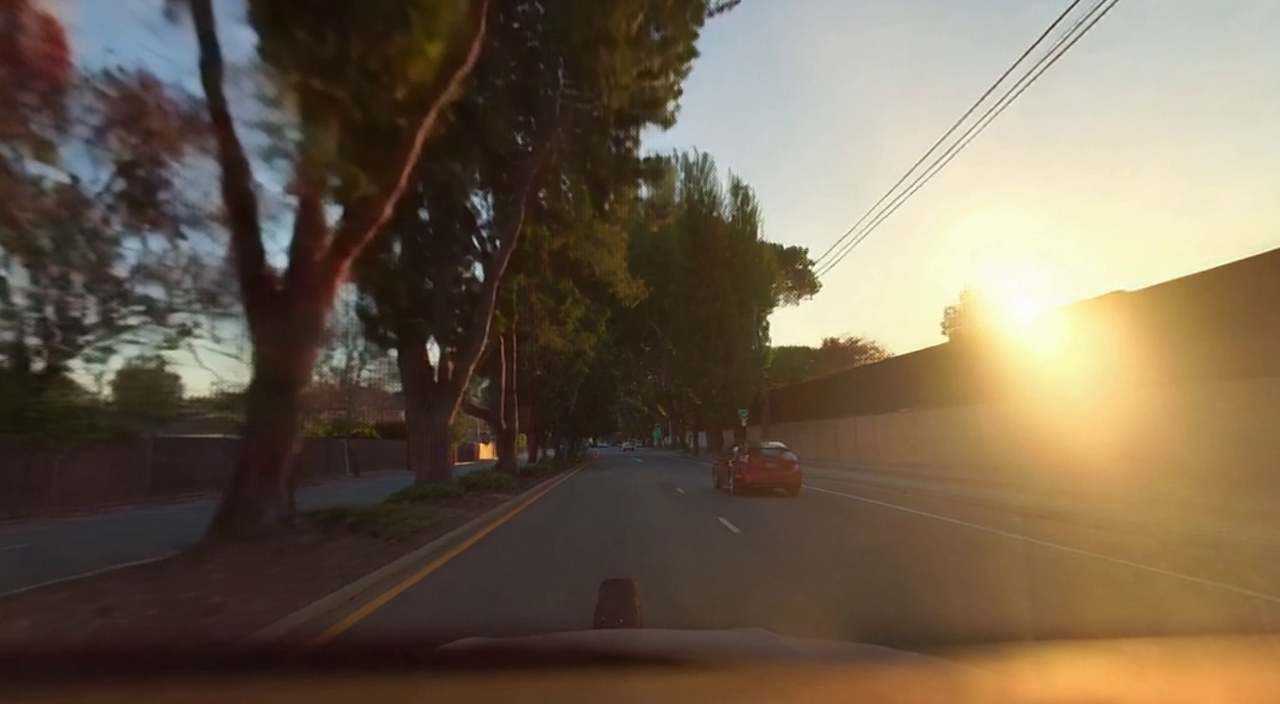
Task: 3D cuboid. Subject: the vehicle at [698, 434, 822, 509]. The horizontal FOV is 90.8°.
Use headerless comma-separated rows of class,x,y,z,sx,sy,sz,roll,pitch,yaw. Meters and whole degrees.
vehicle,2.668,2.800,15.215,1.985,1.529,4.316,1,-9,-2
